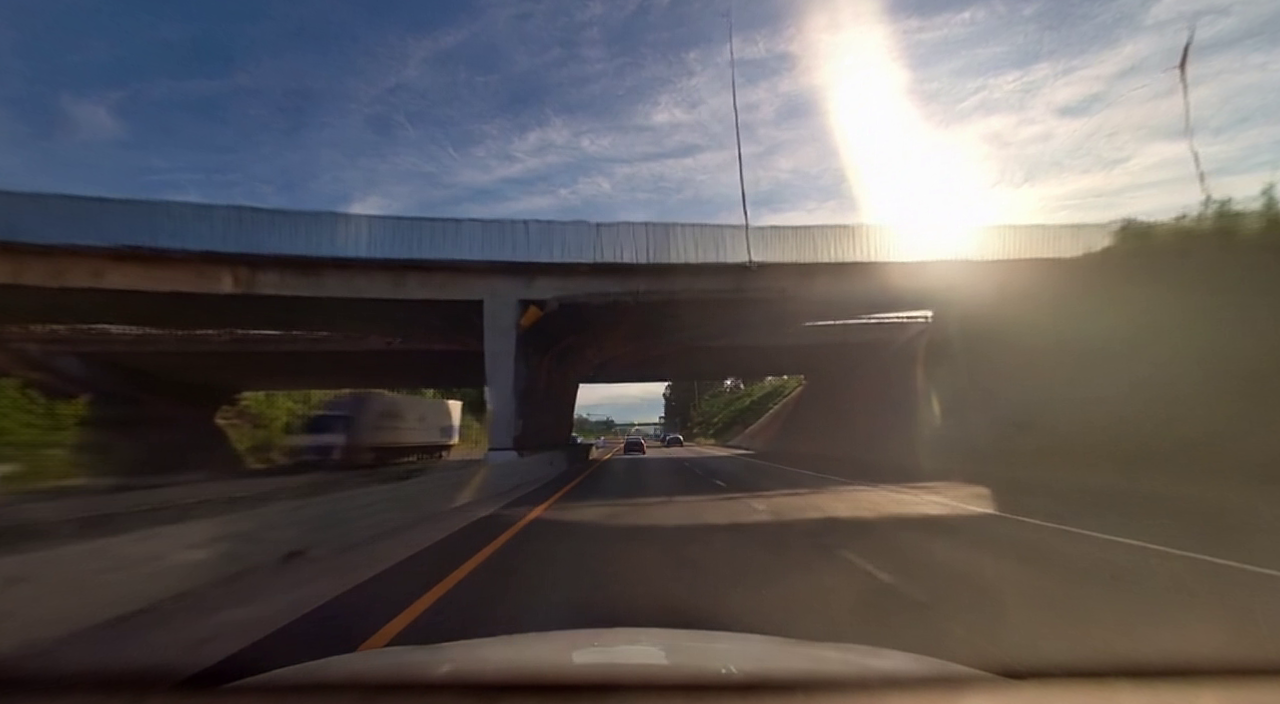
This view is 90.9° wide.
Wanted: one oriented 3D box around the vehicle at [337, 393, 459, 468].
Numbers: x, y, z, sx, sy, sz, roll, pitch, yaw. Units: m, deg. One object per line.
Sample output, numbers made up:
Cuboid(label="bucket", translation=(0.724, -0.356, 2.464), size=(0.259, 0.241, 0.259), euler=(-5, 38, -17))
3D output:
Cuboid(label="vehicle", translation=(-14.178, 4.814, 38.374), size=(2.764, 3.825, 11.730), euler=(0, -8, 0))

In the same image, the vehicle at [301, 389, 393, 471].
Cuboid(label="vehicle", translation=(-14.092, 3.780, 30.543), size=(3.005, 3.782, 2.671), euler=(0, -8, -1))

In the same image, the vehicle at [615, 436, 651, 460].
Cuboid(label="vehicle", translation=(-0.436, 5.671, 37.426), size=(1.996, 1.325, 4.029), euler=(0, -7, -1))
